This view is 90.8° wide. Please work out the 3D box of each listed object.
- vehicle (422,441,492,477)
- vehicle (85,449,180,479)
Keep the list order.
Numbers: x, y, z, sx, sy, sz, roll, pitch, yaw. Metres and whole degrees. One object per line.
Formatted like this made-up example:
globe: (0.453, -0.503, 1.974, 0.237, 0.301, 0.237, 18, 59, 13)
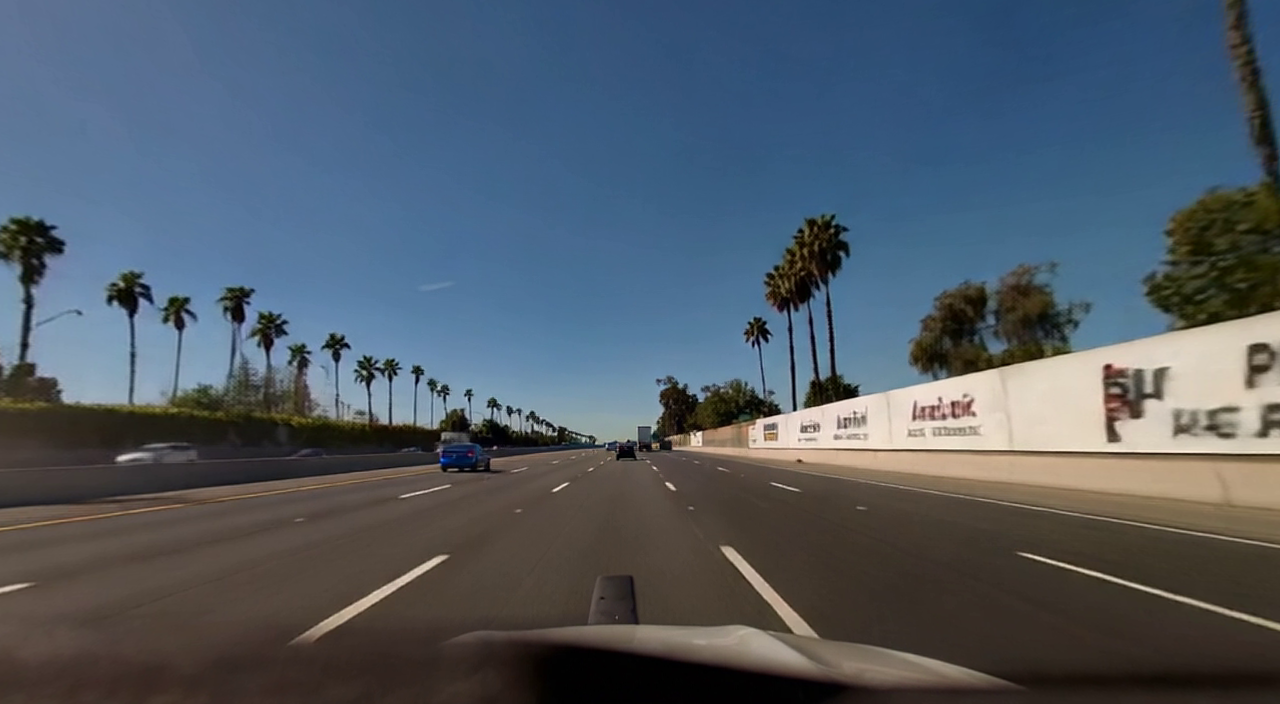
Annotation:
vehicle: (-8.487, 4.984, 29.770, 1.971, 1.552, 4.465, 0, -9, 0)
vehicle: (-26.225, 5.771, 32.807, 1.775, 1.422, 3.843, 0, -9, -1)
